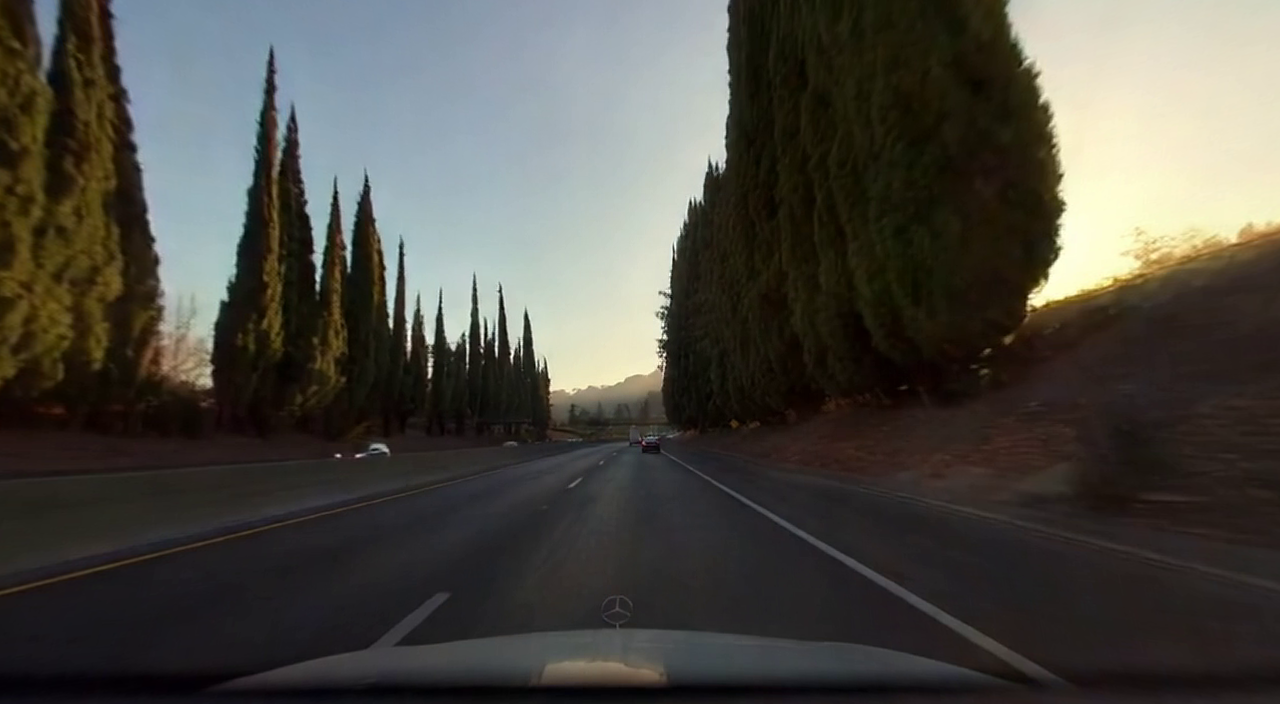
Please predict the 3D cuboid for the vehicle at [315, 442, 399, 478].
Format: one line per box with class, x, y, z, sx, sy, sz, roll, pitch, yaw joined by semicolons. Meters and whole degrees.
vehicle;-12.822;4.895;28.906;1.883;1.454;4.519;0;-8;-2
